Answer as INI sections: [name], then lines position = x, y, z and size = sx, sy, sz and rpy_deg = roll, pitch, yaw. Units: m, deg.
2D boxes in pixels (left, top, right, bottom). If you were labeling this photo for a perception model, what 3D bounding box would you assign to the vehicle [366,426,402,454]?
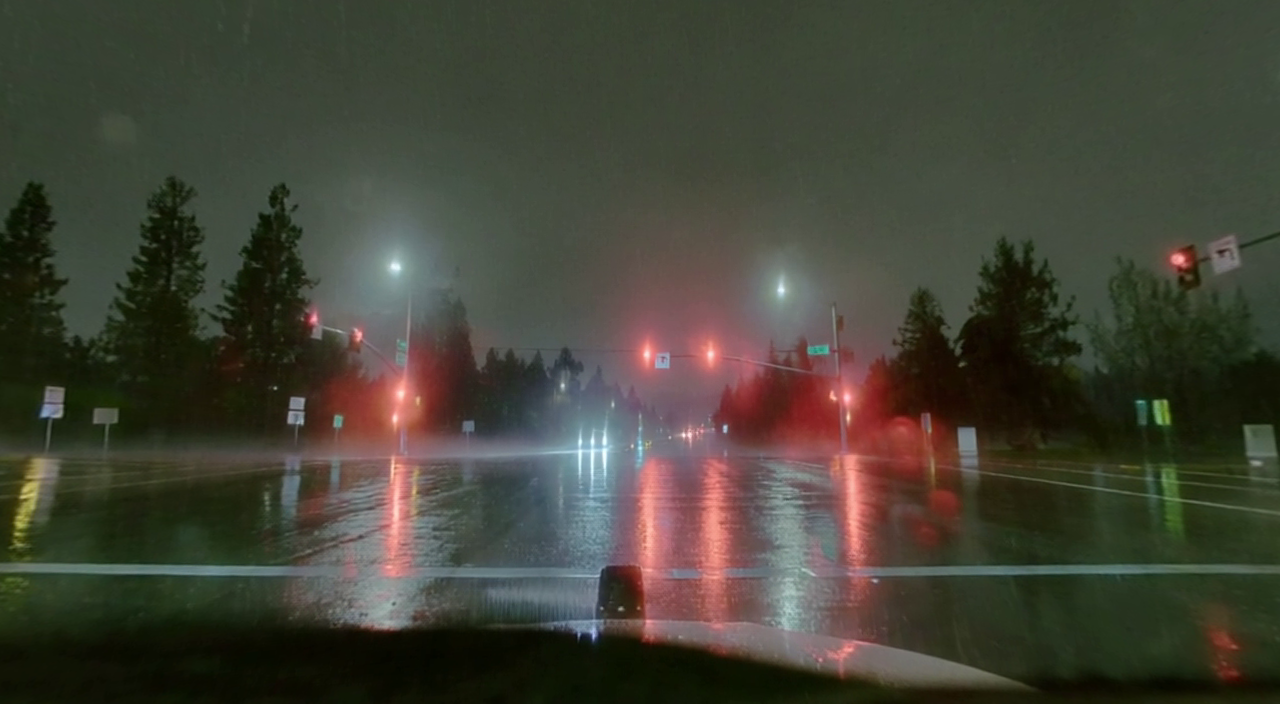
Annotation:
[vehicle]
position = -19.986, 6.842, 48.882
size = 1.873, 2.079, 2.879
rpy_deg = 6, -10, -35
